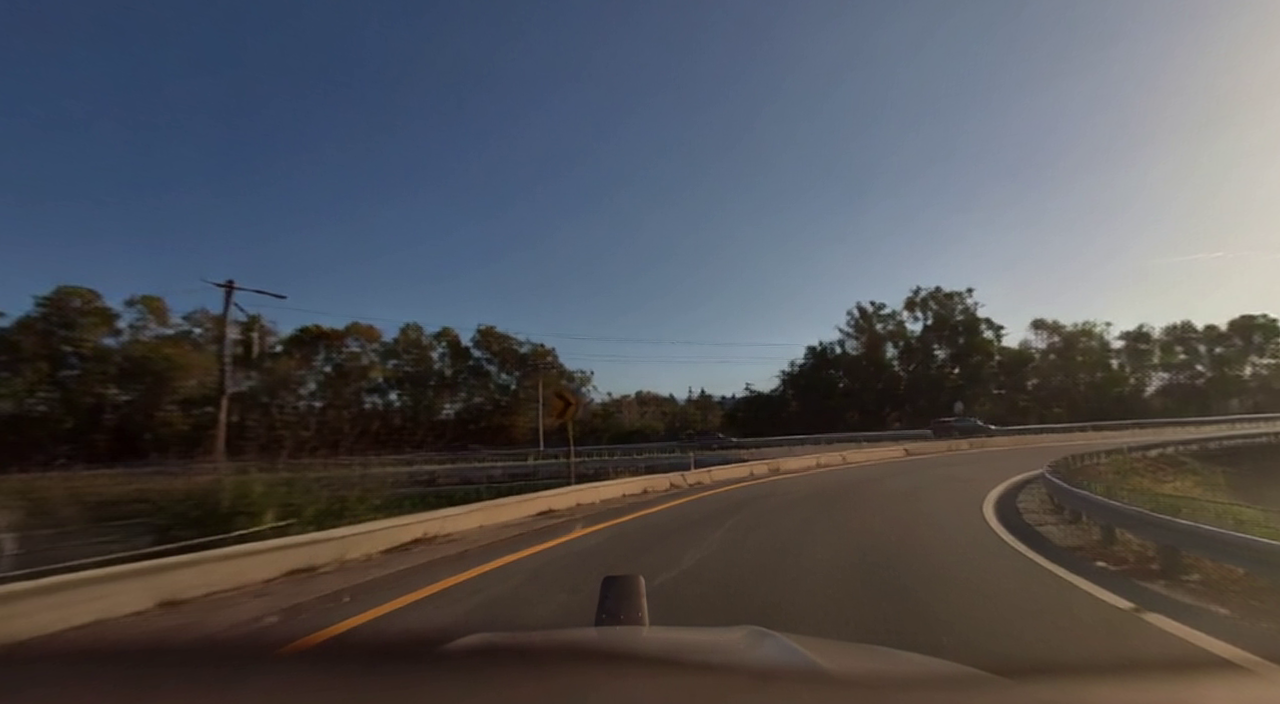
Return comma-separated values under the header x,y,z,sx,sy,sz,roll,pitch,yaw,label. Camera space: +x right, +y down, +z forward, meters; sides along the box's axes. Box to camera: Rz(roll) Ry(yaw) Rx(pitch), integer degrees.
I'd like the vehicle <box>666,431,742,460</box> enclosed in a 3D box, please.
x,y,z,sx,sy,sz,roll,pitch,yaw,label
3.802,5.586,37.614,3.990,1.549,1.971,2,-12,-20,vehicle
